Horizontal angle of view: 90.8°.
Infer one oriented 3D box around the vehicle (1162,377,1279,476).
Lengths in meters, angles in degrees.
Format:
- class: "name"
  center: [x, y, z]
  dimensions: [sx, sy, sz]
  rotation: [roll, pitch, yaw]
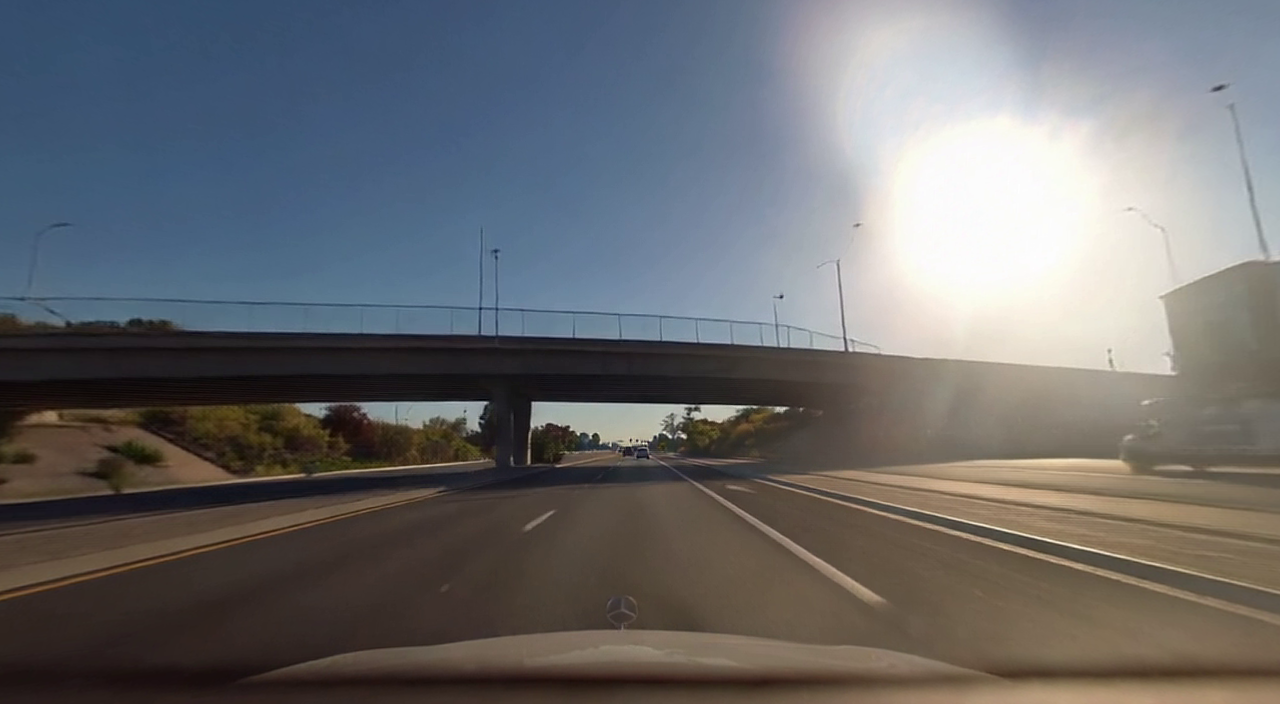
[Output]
- class: "vehicle"
  center: [28.467, 2.796, 24.417]
  dimensions: [2.939, 4.075, 14.109]
  rotation: [1, -9, -8]
